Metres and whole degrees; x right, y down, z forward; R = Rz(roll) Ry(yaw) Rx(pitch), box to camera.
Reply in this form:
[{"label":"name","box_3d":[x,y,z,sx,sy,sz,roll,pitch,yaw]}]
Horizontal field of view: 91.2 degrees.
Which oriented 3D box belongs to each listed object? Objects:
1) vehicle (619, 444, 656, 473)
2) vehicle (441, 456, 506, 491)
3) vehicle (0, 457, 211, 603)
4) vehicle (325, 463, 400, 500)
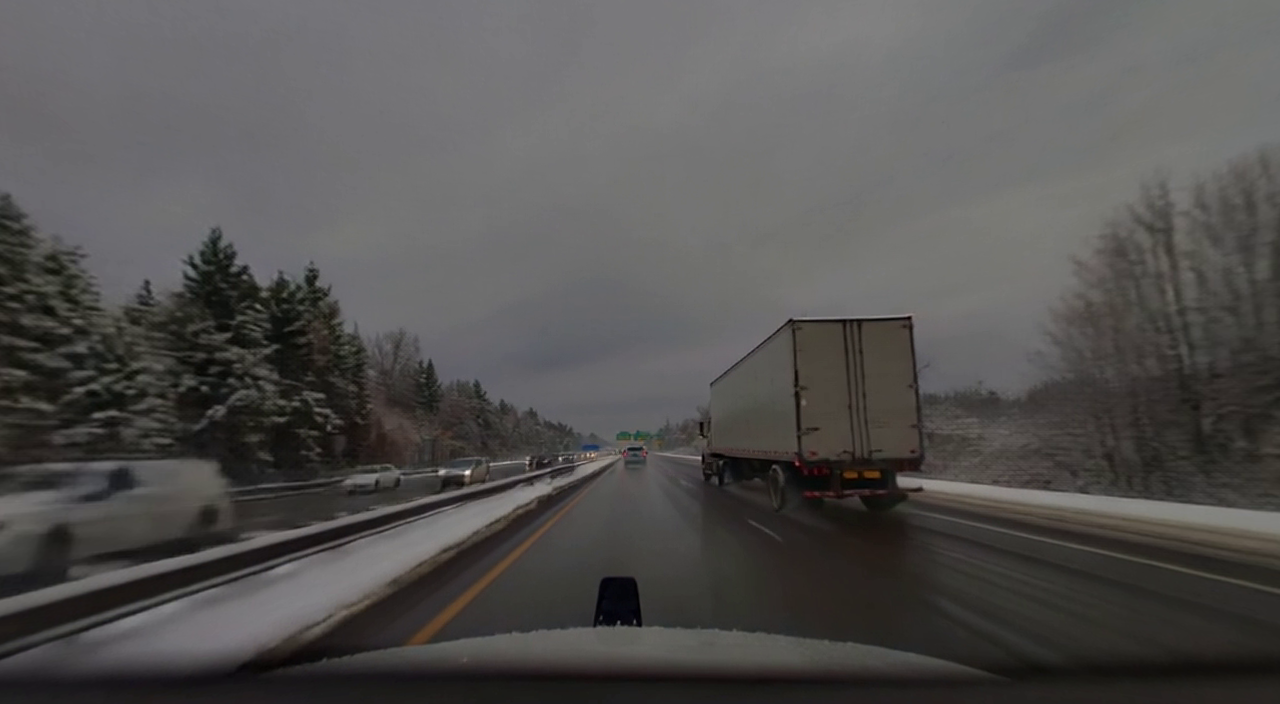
[{"label":"vehicle","box_3d":[-0.183,6.654,39.351,2.168,1.705,4.272,-1,-9,-1]},{"label":"vehicle","box_3d":[-8.489,6.227,32.449,2.068,1.560,4.870,-1,-9,0]},{"label":"vehicle","box_3d":[-8.684,2.416,9.085,1.967,1.682,4.187,0,-9,-1]},{"label":"vehicle","box_3d":[-13.314,6.224,30.348,1.842,1.527,3.921,-1,-9,0]}]
